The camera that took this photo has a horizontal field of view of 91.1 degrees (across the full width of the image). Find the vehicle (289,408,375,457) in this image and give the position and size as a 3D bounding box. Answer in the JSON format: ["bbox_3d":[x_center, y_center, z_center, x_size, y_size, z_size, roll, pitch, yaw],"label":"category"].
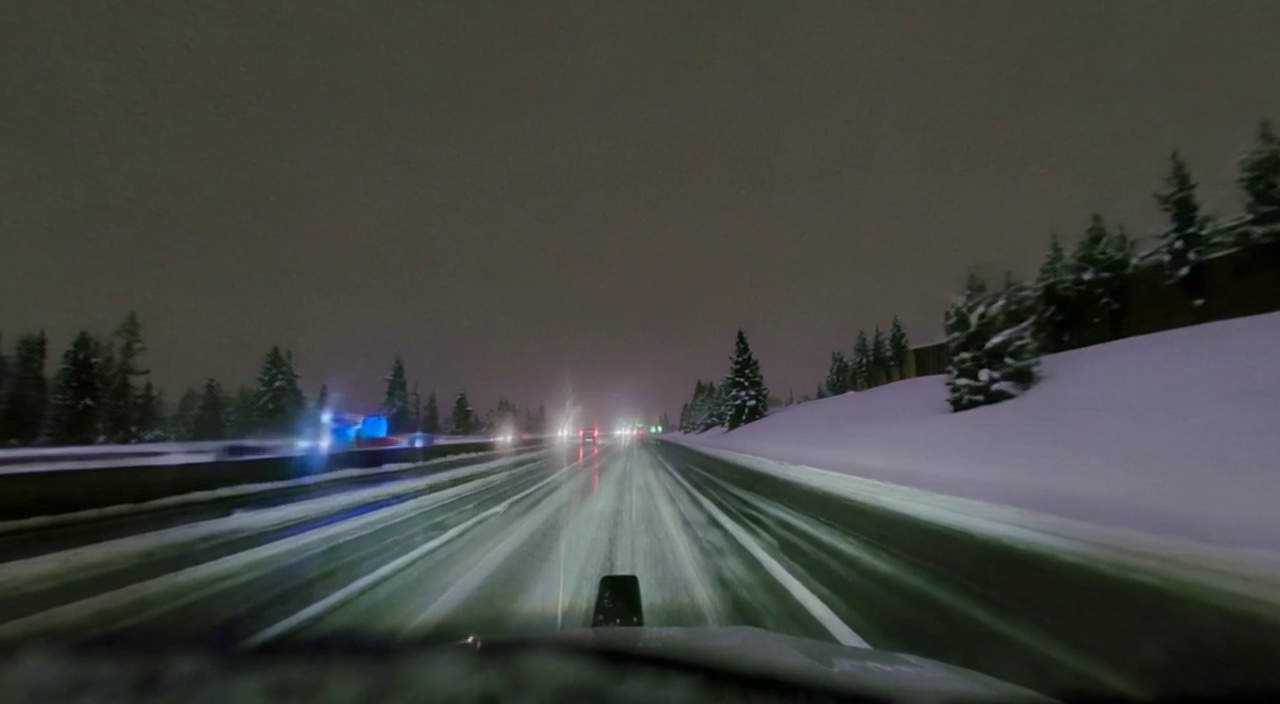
[{"bbox_3d":[-24.186,6.435,49.926,2.838,3.540,7.976,0,-8,-1],"label":"vehicle"}]

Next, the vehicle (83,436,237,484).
[{"bbox_3d":[-16.370,3.665,21.809,1.913,1.497,4.419,0,-8,-1],"label":"vehicle"}]
